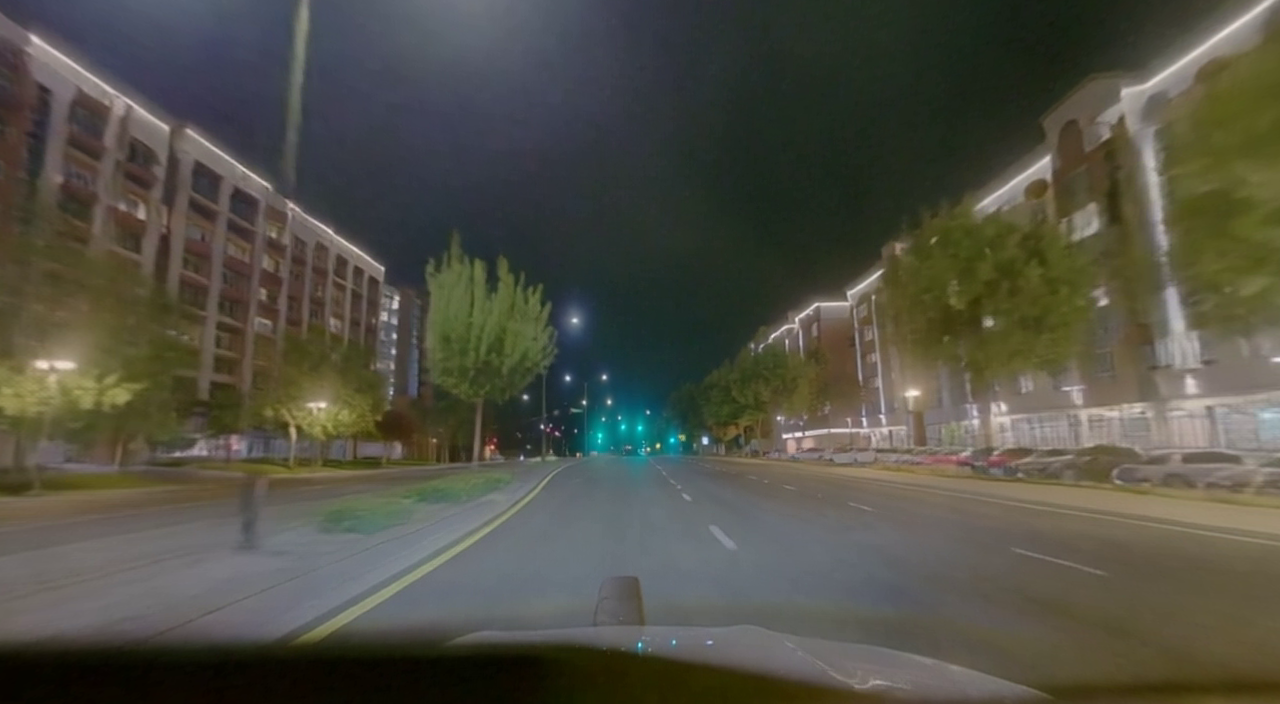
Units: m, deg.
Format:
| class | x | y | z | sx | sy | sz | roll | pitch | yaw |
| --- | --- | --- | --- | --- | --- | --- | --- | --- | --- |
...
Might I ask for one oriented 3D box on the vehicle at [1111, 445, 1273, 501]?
| class | x | y | z | sx | sy | sz | roll | pitch | yaw |
| --- | --- | --- | --- | --- | --- | --- | --- | --- | --- |
| vehicle | 16.439 | 3.525 | 18.818 | 4.244 | 1.461 | 2.105 | 4 | -10 | -28 |
